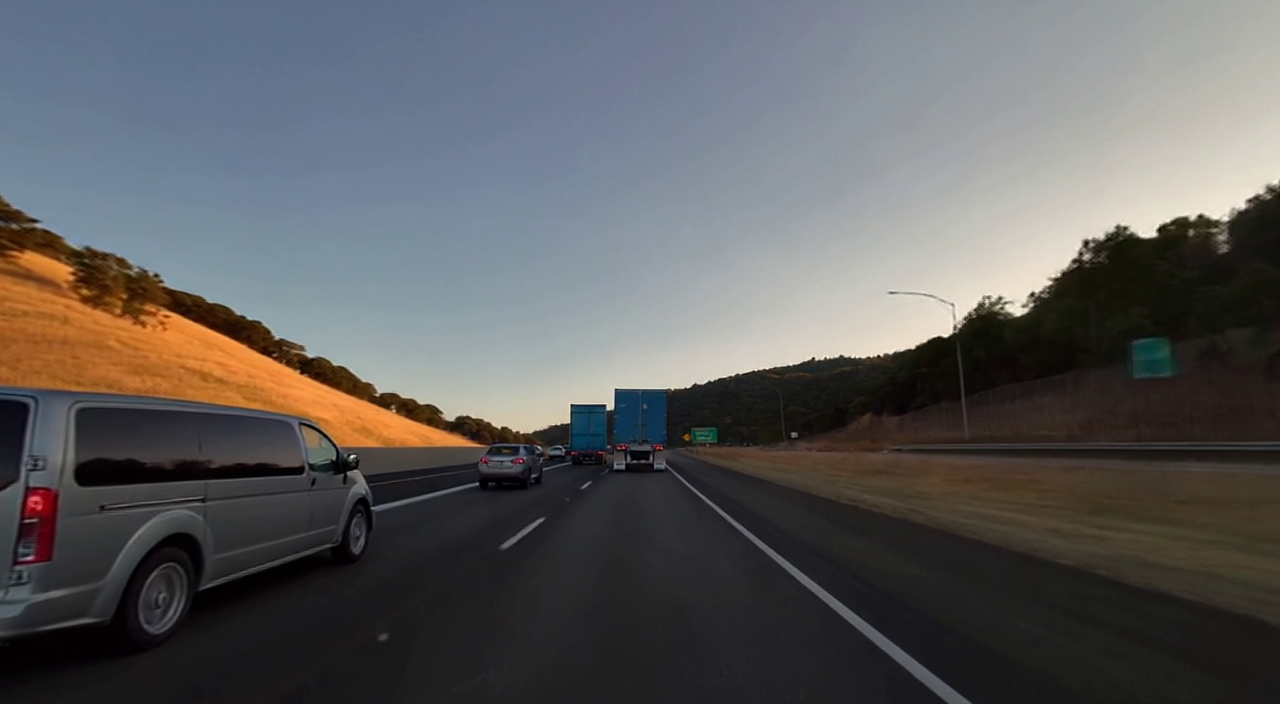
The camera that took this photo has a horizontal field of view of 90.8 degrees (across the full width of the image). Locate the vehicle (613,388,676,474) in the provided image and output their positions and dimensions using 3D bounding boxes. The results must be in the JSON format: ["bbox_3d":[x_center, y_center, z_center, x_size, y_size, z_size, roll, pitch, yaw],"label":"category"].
[{"bbox_3d":[0.339,4.447,34.852,2.913,3.988,10.874,0,-8,1],"label":"vehicle"}]

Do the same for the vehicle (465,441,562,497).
[{"bbox_3d":[-3.585,3.391,18.702,1.950,1.446,4.224,0,-8,1],"label":"vehicle"}]

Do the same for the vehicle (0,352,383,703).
[{"bbox_3d":[-4.165,1.176,4.967,2.136,1.779,4.875,0,-8,1],"label":"vehicle"}]
